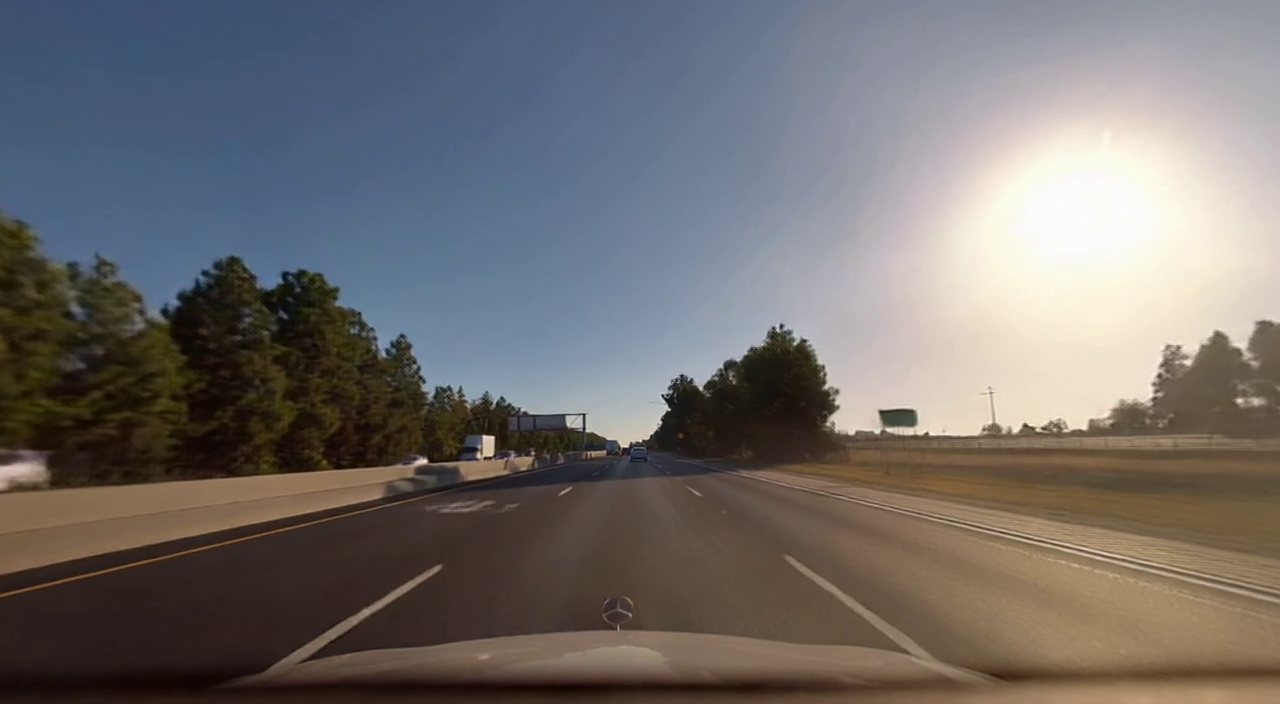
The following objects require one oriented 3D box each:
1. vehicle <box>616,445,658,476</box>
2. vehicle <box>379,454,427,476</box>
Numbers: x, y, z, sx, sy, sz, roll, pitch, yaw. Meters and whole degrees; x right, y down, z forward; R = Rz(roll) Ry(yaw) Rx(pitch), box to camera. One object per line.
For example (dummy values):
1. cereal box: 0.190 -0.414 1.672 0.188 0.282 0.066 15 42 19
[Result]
1. vehicle: -0.173 5.778 33.558 2.095 1.537 4.017 0 -9 -1
2. vehicle: -17.014 8.109 45.146 1.800 1.480 4.096 0 -9 0
